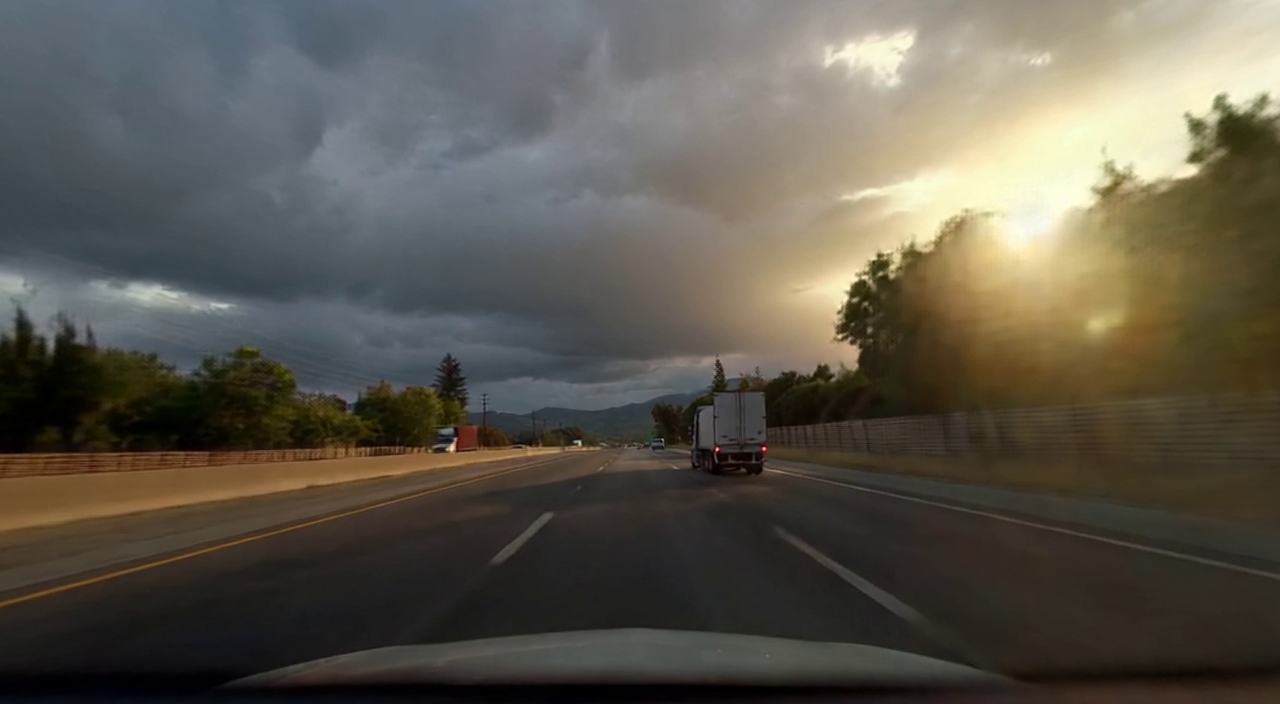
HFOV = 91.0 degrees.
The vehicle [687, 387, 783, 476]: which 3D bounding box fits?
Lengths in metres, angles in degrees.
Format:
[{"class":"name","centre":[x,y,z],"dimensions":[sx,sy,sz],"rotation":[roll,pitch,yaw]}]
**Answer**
[{"class":"vehicle","centre":[3.907,3.556,27.879],"dimensions":[2.766,3.349,7.796],"rotation":[0,-8,-2]}]
